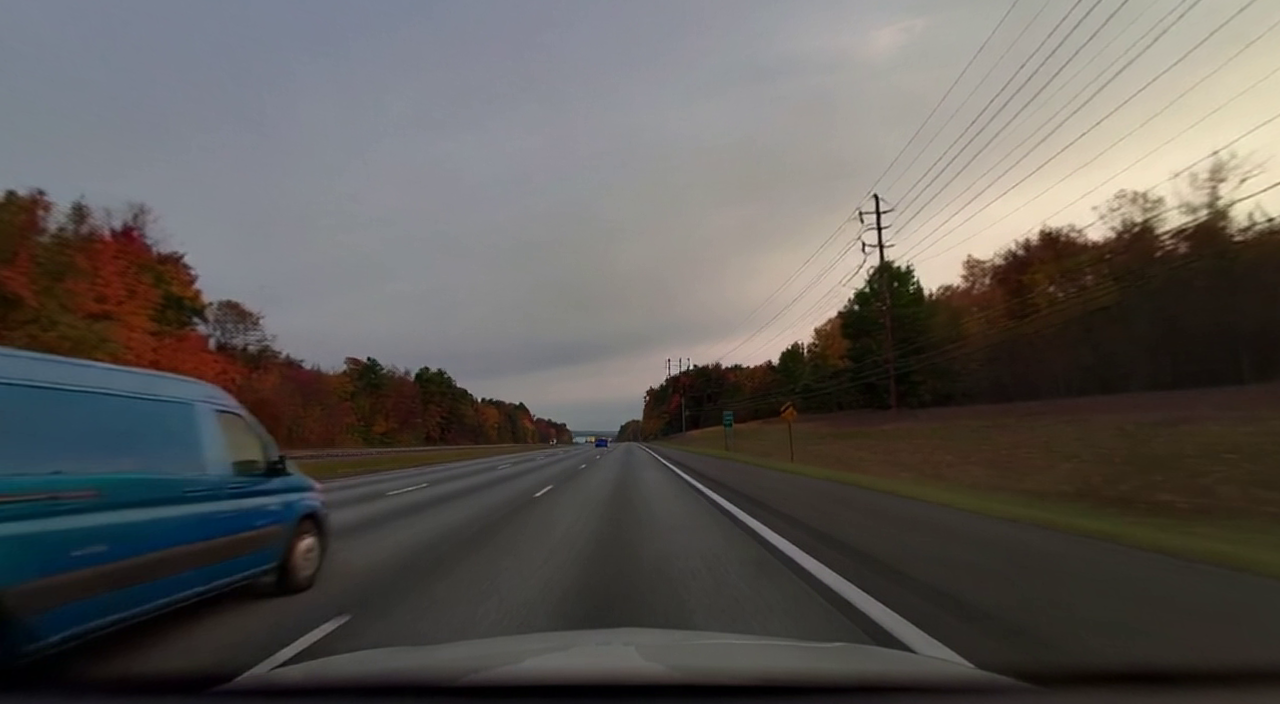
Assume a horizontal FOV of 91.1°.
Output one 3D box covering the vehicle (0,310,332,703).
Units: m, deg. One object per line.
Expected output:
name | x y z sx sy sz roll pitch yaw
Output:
vehicle | -3.621 0.846 2.464 2.263 1.985 5.176 0 -8 -1
